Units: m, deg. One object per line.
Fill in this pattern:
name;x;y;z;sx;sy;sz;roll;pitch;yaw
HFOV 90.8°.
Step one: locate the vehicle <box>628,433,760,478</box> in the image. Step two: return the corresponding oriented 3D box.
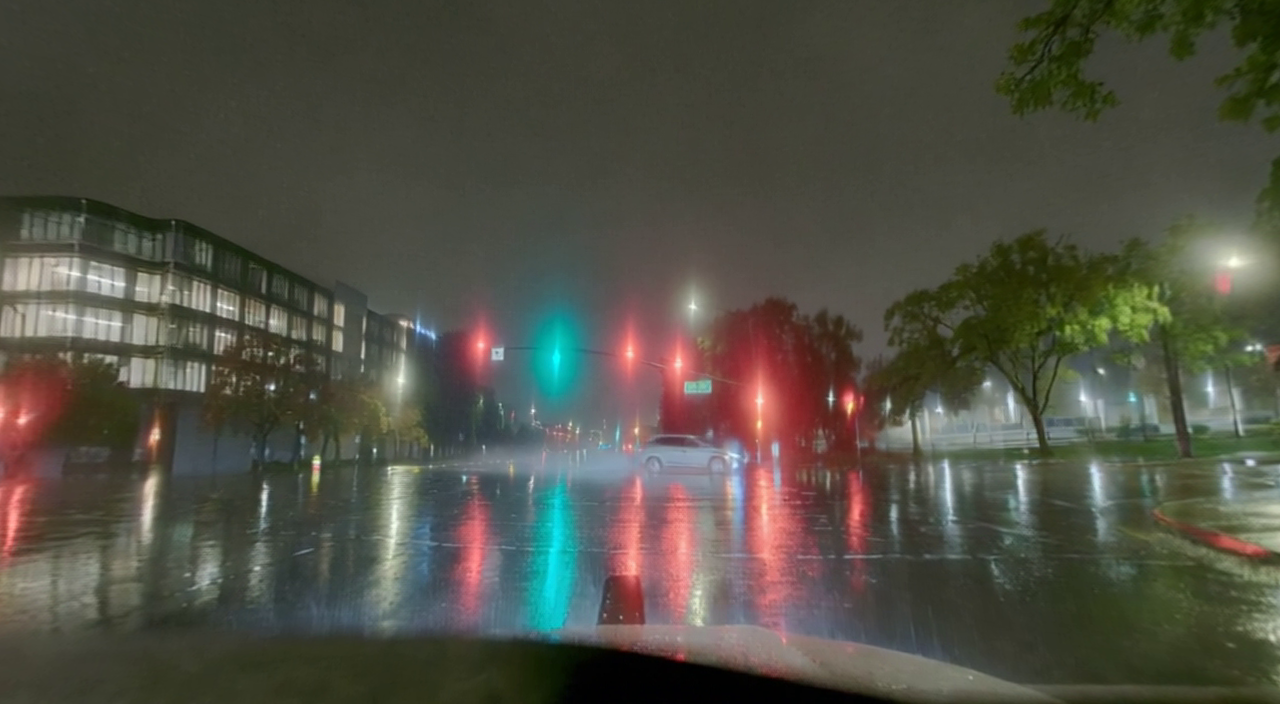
vehicle;2.373;4.527;27.889;5.357;1.814;2.141;-4;-9;22
